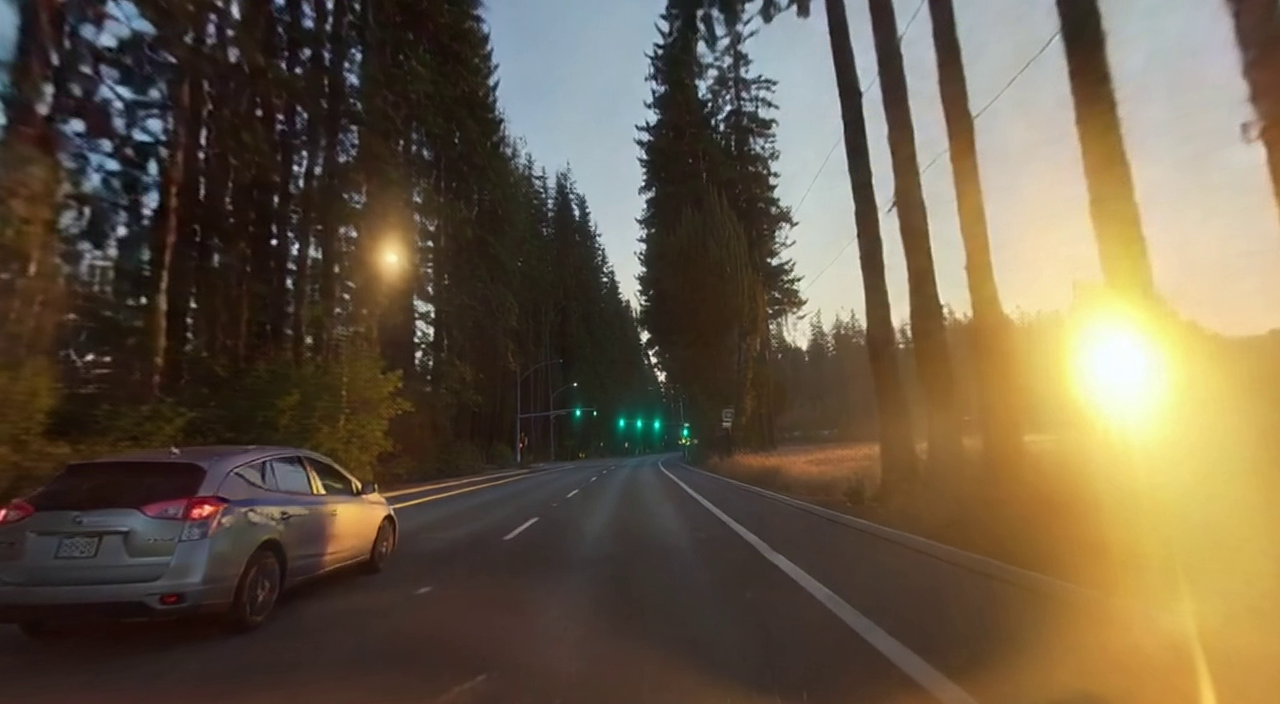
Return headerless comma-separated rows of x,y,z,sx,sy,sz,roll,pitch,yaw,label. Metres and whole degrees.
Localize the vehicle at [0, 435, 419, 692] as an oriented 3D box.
-3.747,1.520,5.736,1.946,1.437,4.154,0,-8,1,vehicle
